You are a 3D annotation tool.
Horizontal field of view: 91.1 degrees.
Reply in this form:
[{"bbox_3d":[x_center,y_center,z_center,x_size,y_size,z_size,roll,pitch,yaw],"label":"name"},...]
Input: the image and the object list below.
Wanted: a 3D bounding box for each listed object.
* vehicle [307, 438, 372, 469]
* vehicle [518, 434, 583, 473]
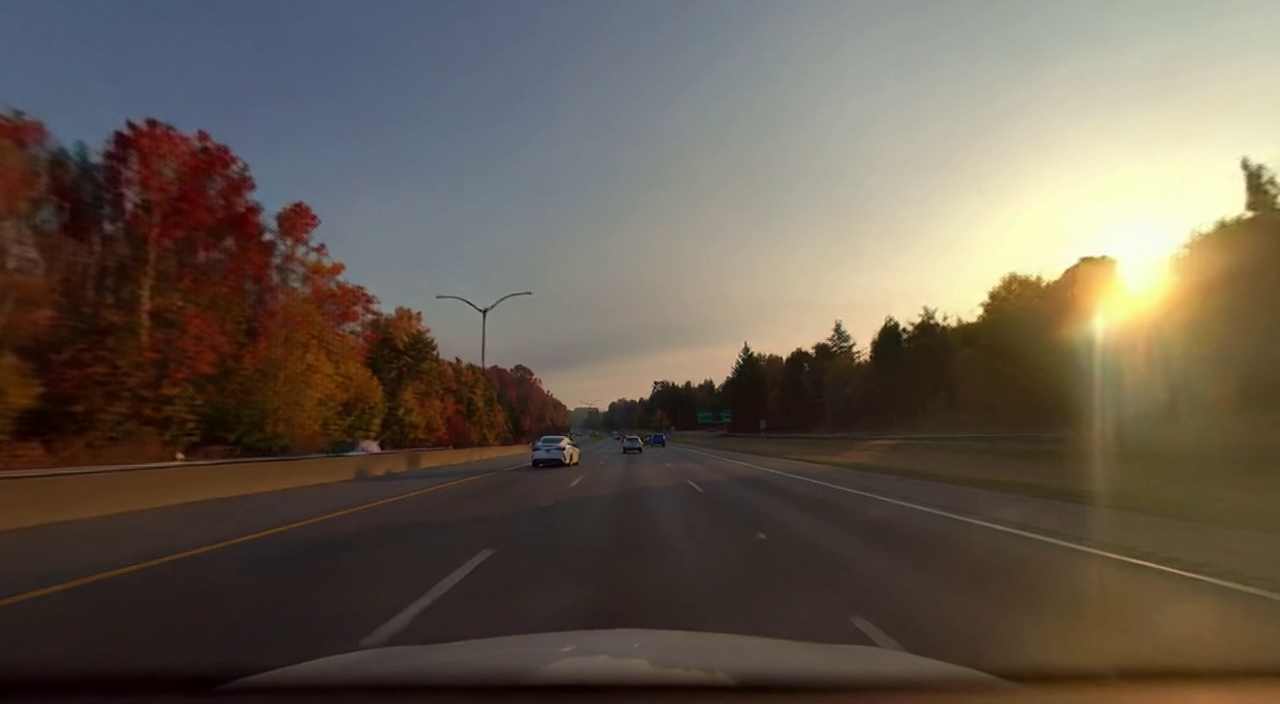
[{"bbox_3d":[-20.810,6.991,43.735,2.084,1.999,4.958,0,-8,0],"label":"vehicle"},{"bbox_3d":[-3.677,4.249,26.698,2.103,1.507,4.367,0,-8,0],"label":"vehicle"}]
